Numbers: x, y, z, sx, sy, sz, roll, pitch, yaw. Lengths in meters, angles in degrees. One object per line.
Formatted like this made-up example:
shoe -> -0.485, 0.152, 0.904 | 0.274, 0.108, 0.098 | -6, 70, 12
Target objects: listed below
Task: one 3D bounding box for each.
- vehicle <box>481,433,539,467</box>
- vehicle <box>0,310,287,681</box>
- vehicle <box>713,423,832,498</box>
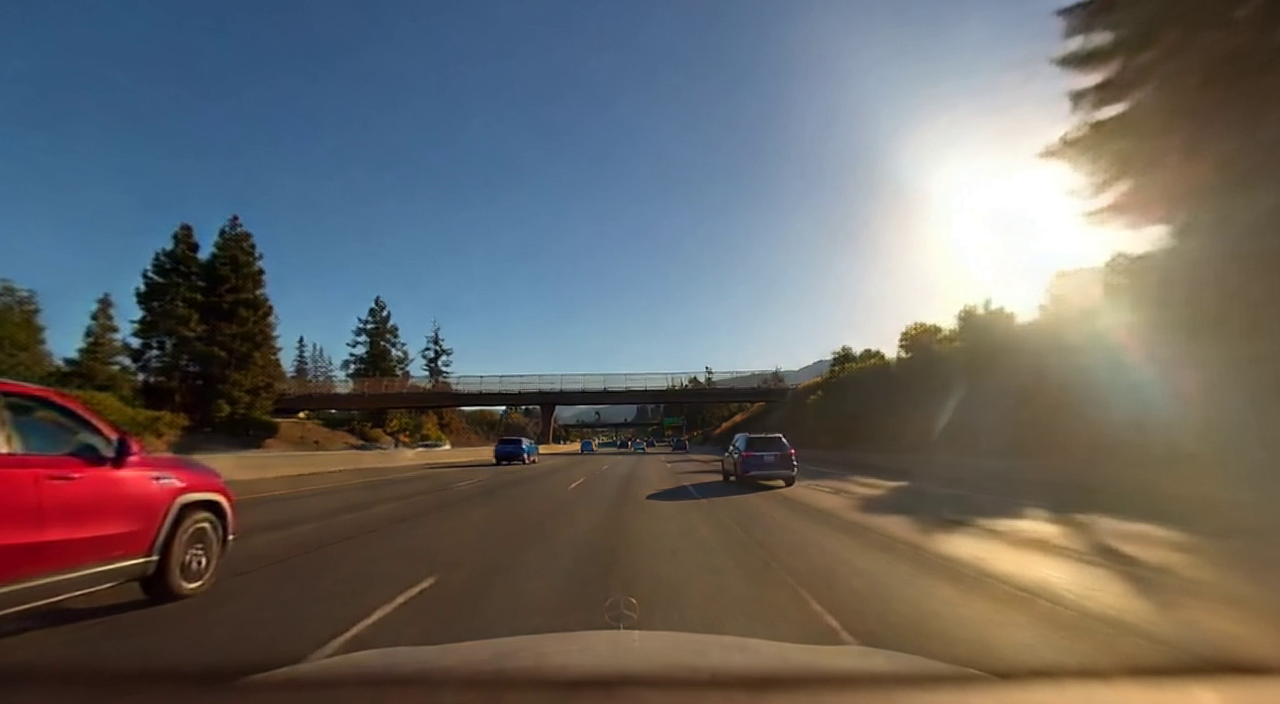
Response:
vehicle -> -7.445, 5.668, 36.636 | 2.193, 1.818, 4.995 | 0, -8, 1
vehicle -> -4.276, 0.759, 3.386 | 2.018, 1.872, 4.728 | 0, -8, 0
vehicle -> 3.373, 2.883, 17.172 | 2.185, 1.749, 4.477 | 0, -8, -1
